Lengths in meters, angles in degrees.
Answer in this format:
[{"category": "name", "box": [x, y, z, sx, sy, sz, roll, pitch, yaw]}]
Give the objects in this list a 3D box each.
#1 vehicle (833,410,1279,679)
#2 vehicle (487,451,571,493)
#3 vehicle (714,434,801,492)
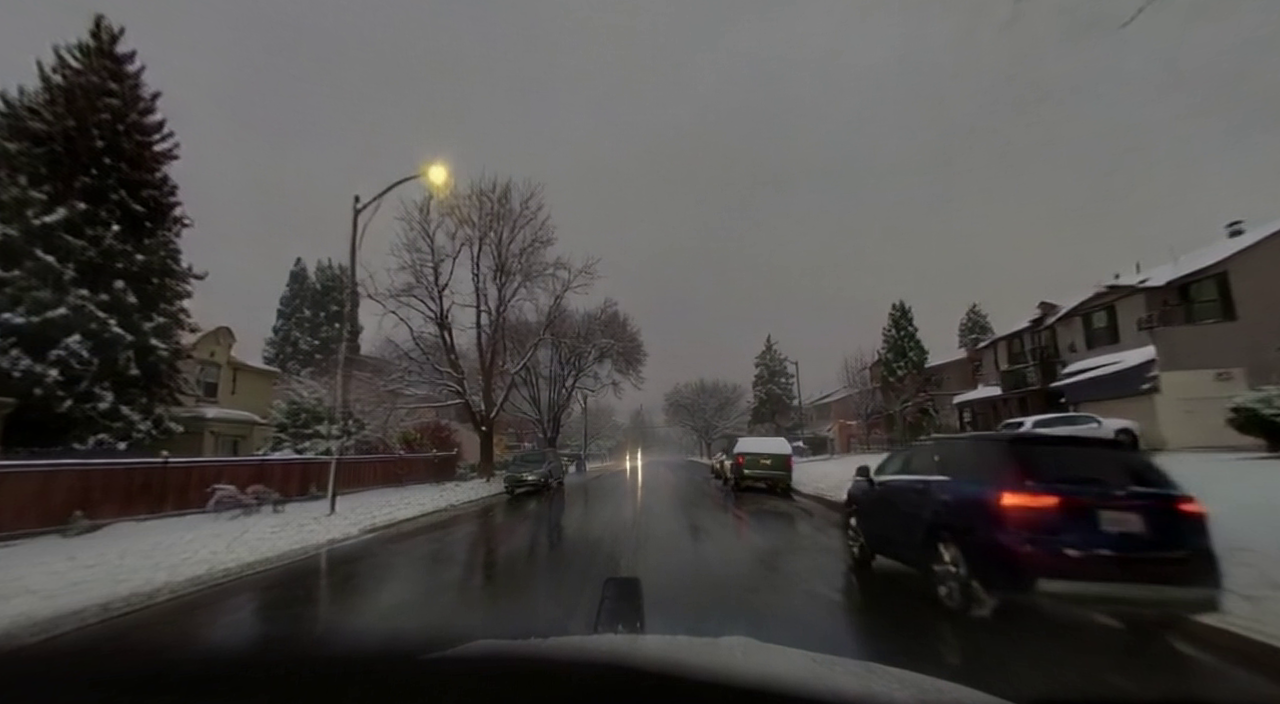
[{"category": "vehicle", "box": [3.613, 1.558, 6.401, 2.079, 1.651, 4.783, -1, -9, 4]}, {"category": "vehicle", "box": [-4.166, 4.626, 24.512, 2.234, 1.377, 4.413, -3, -10, 3]}, {"category": "vehicle", "box": [4.264, 4.154, 23.976, 2.350, 1.912, 5.696, 0, -9, 1]}]
